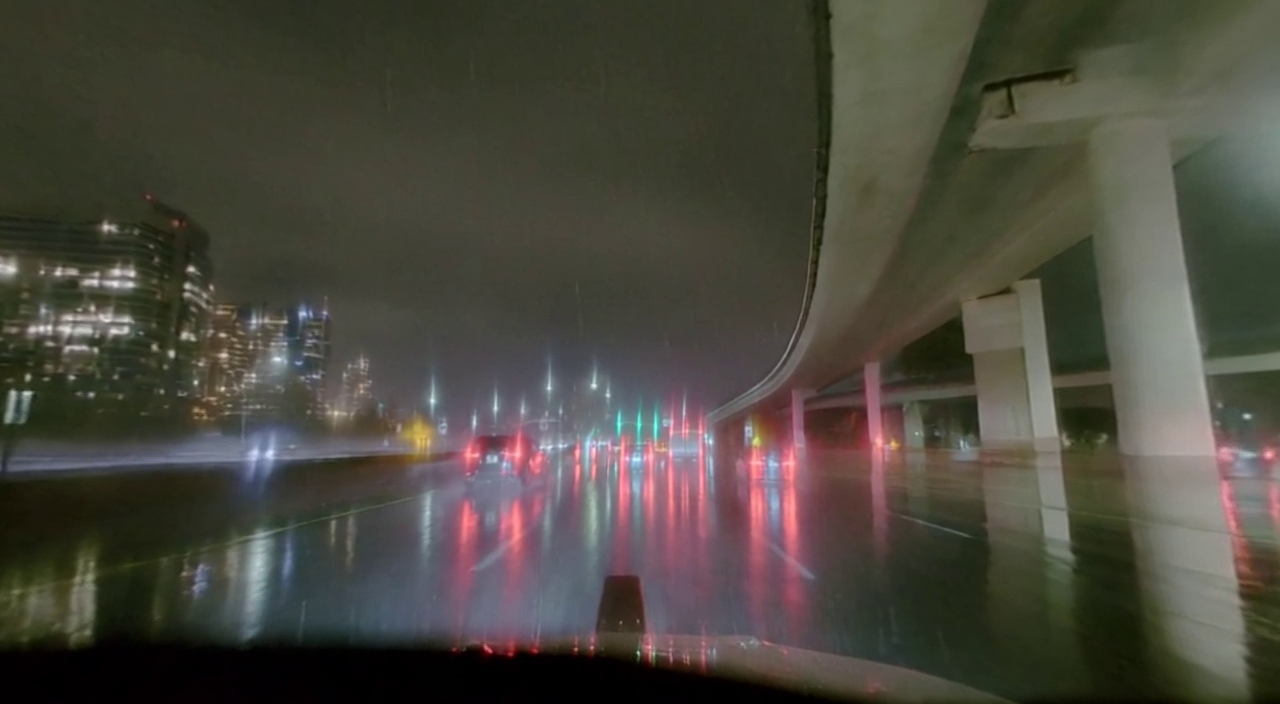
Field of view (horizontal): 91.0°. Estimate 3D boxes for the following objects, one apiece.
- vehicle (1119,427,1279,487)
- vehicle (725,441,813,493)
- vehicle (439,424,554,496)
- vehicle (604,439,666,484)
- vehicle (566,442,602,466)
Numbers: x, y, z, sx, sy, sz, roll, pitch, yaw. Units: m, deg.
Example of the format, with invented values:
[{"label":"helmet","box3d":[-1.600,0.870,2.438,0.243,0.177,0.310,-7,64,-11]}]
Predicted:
[{"label":"vehicle","box3d":[21.962,3.999,24.383,2.376,1.988,6.109,0,-8,5]},{"label":"vehicle","box3d":[4.046,3.661,20.479,1.974,1.490,3.994,0,-8,0]},{"label":"vehicle","box3d":[-3.968,3.086,18.371,2.142,1.819,4.648,0,-8,1]},{"label":"vehicle","box3d":[-0.155,4.034,23.509,2.089,1.493,3.964,0,-8,1]},{"label":"vehicle","box3d":[-3.594,6.610,40.984,1.868,1.431,4.055,0,-8,2]}]
